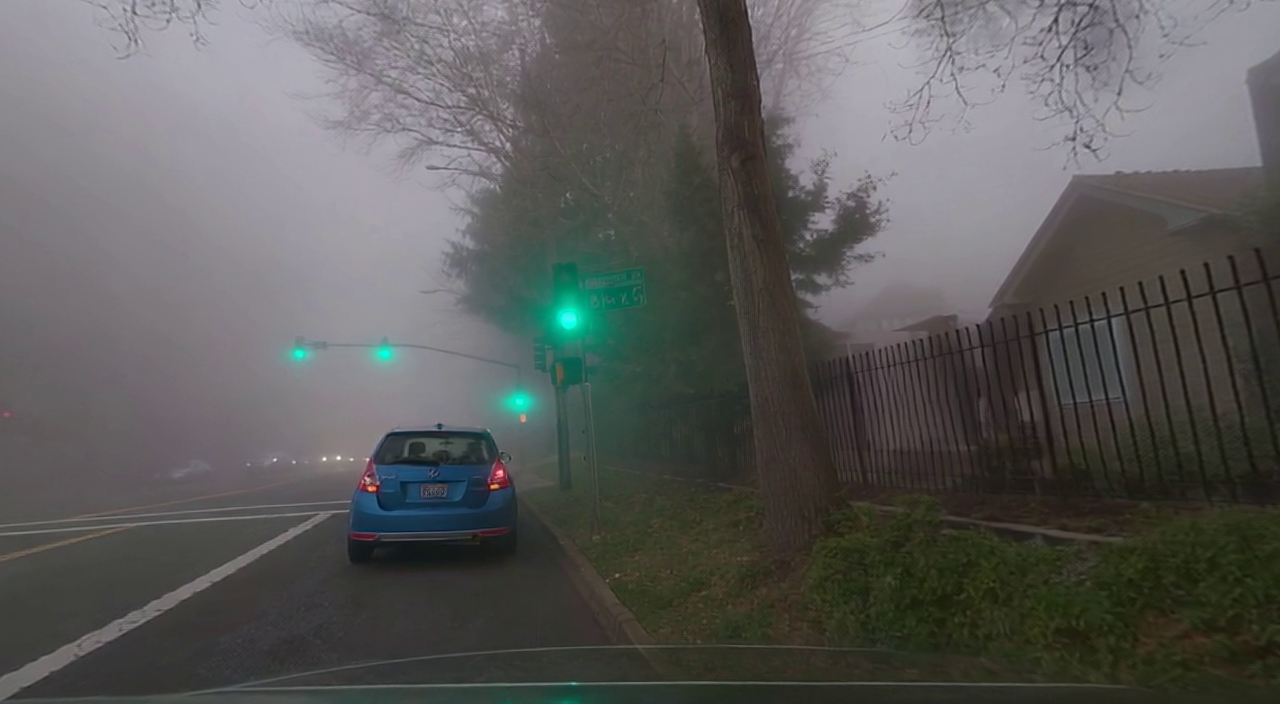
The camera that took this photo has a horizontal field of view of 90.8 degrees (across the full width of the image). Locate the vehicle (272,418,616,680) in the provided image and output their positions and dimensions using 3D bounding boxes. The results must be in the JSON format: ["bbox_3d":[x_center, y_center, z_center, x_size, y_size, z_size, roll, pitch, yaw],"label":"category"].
[{"bbox_3d":[-1.641,1.447,5.777,2.024,1.502,3.702,2,-9,-15],"label":"vehicle"}]

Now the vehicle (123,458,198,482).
[{"bbox_3d":[-36.131,8.910,47.677,3.959,1.680,1.785,1,-9,-10],"label":"vehicle"}]
